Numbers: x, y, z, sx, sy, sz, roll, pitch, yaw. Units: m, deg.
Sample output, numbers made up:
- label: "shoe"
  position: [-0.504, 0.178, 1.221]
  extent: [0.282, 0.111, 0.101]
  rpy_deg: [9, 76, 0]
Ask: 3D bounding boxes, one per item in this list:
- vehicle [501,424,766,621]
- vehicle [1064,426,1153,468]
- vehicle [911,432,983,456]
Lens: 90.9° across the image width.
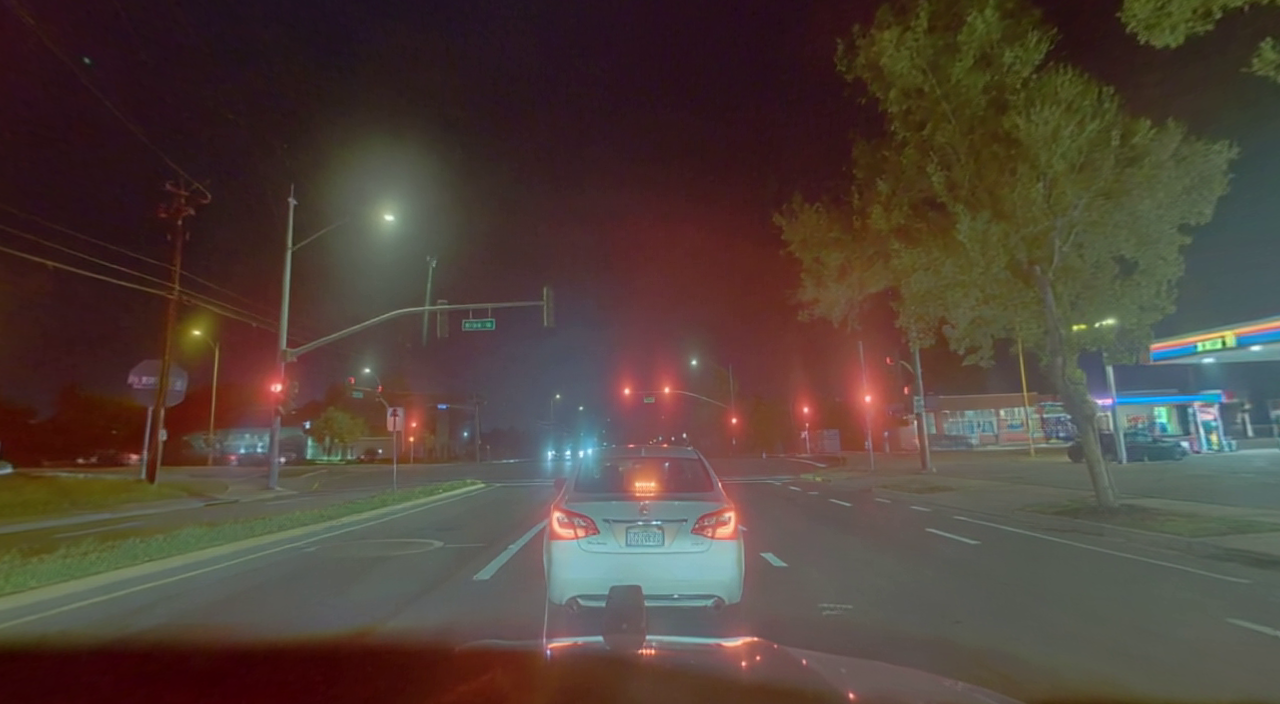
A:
- label: "vehicle"
  position: [-0.047, 1.600, 6.897]
  extent: [2.010, 1.482, 4.057]
  rpy_deg: [0, -8, 0]
- label: "vehicle"
  position: [18.564, 3.752, 24.899]
  extent: [4.091, 1.495, 2.053]
  rpy_deg: [8, -12, -44]
- label: "vehicle"
  position: [21.059, 6.325, 43.296]
  extent: [3.975, 1.563, 1.755]
  rpy_deg: [-1, -8, 4]
